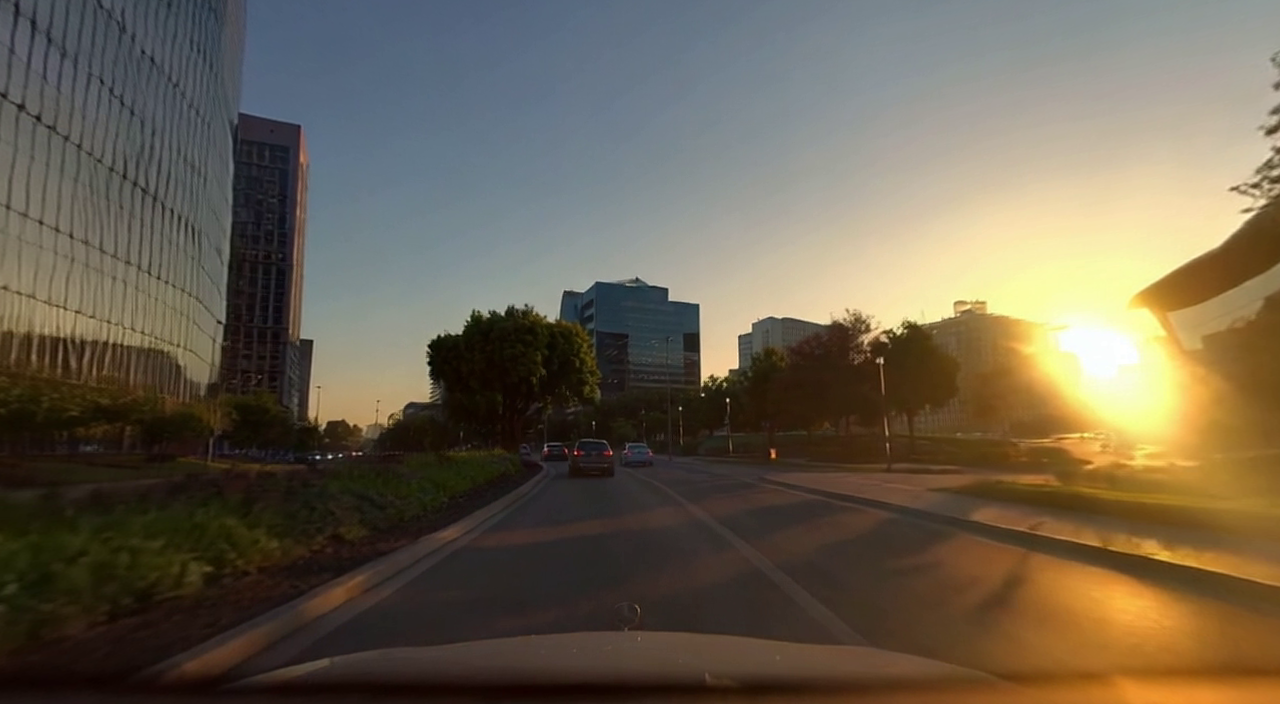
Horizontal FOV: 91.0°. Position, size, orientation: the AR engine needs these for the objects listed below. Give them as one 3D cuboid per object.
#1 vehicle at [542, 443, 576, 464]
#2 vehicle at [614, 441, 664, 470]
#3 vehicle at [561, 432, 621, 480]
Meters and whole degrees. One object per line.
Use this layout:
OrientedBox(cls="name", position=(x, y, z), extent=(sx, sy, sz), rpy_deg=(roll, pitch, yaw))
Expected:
OrientedBox(cls="vehicle", position=(-6.142, 7.584, 47.129), extent=(2.029, 1.515, 4.494), rpy_deg=(2, -9, -13))
OrientedBox(cls="vehicle", position=(-0.105, 5.938, 36.293), extent=(2.116, 1.506, 4.355), rpy_deg=(2, -9, -10))
OrientedBox(cls="vehicle", position=(-2.064, 4.166, 25.469), extent=(2.173, 1.761, 4.374), rpy_deg=(1, -9, -7))
